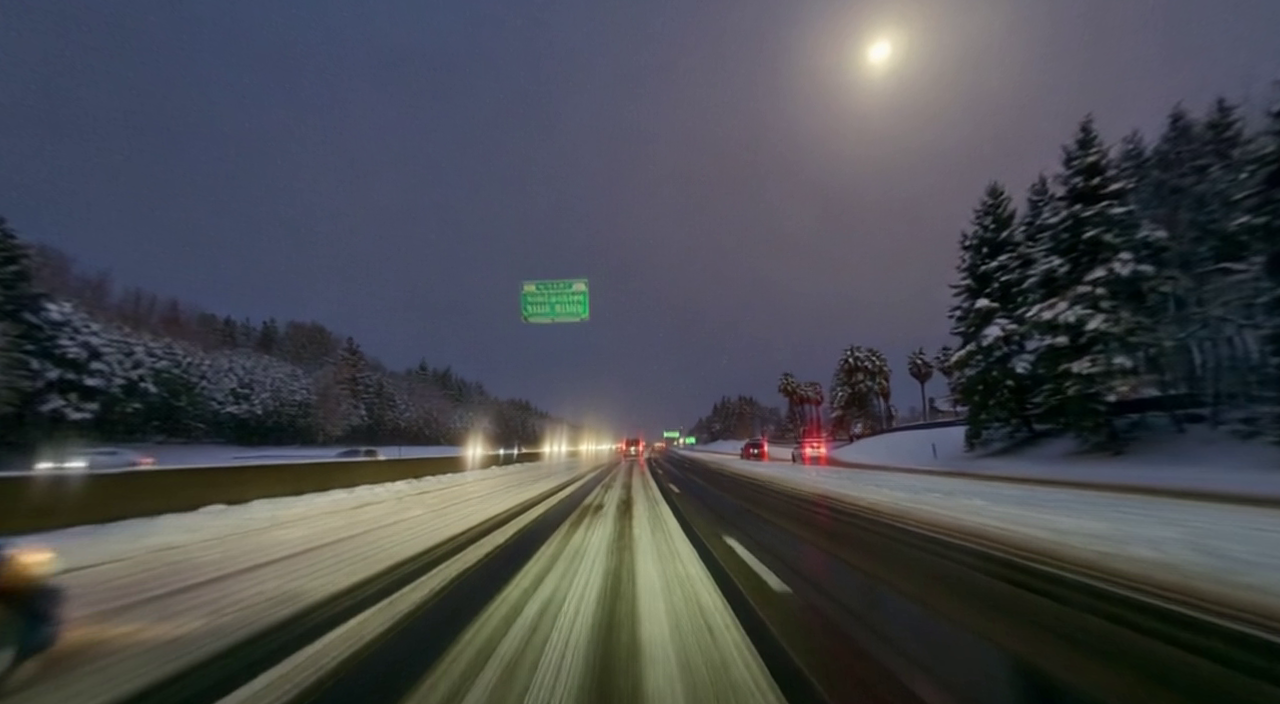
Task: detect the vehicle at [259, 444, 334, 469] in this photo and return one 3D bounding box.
[{"bbox_3d":[-22.202,6.769,41.112,1.940,1.464,5.027,0,-8,2],"label":"vehicle"}]

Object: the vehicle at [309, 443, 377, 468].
[{"bbox_3d":[-19.039,6.650,40.749,2.122,1.510,4.488,0,-8,2],"label":"vehicle"}]

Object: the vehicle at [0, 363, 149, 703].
[{"bbox_3d":[-3.648,0.630,1.040,1.996,1.617,4.637,0,-8,-1],"label":"vehicle"}]
